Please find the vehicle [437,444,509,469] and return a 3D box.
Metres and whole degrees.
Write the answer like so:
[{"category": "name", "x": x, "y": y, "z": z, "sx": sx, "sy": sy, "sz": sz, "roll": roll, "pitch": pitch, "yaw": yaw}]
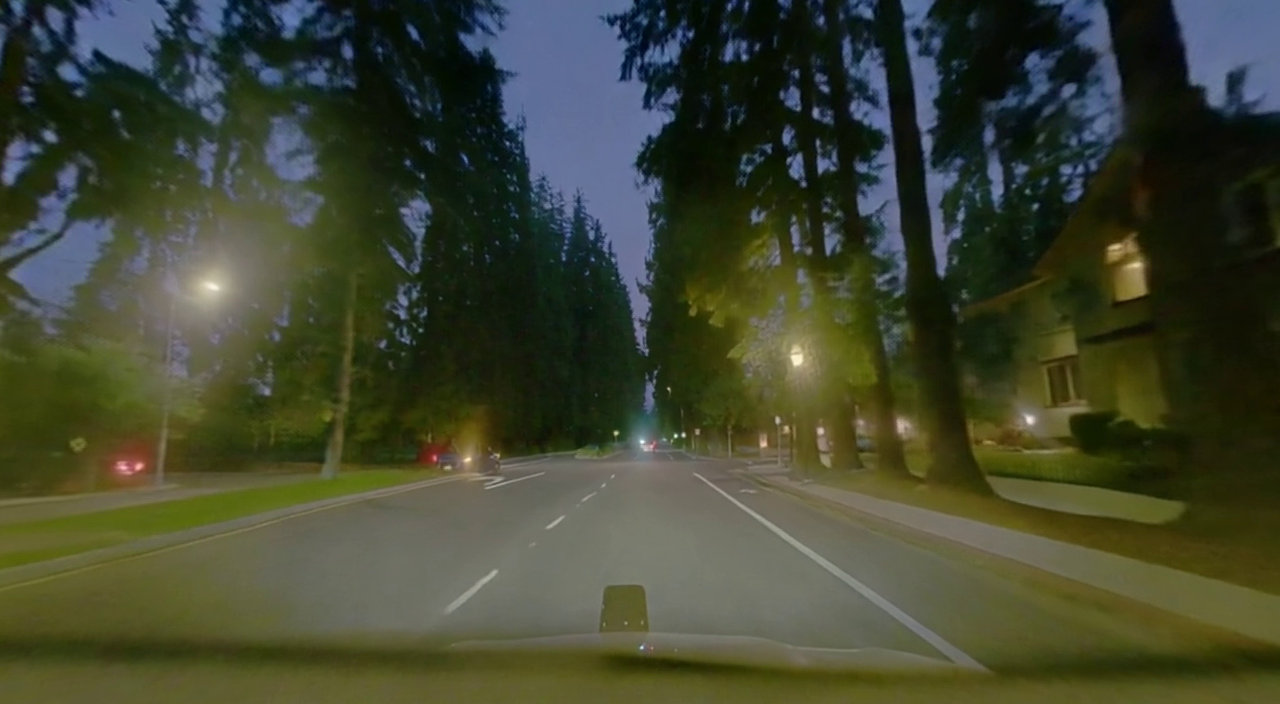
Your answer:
[{"category": "vehicle", "x": -11.916, "y": 7.436, "z": 44.963, "sx": 4.788, "sy": 1.666, "sz": 2.170, "roll": 3, "pitch": -9, "yaw": -17}]
